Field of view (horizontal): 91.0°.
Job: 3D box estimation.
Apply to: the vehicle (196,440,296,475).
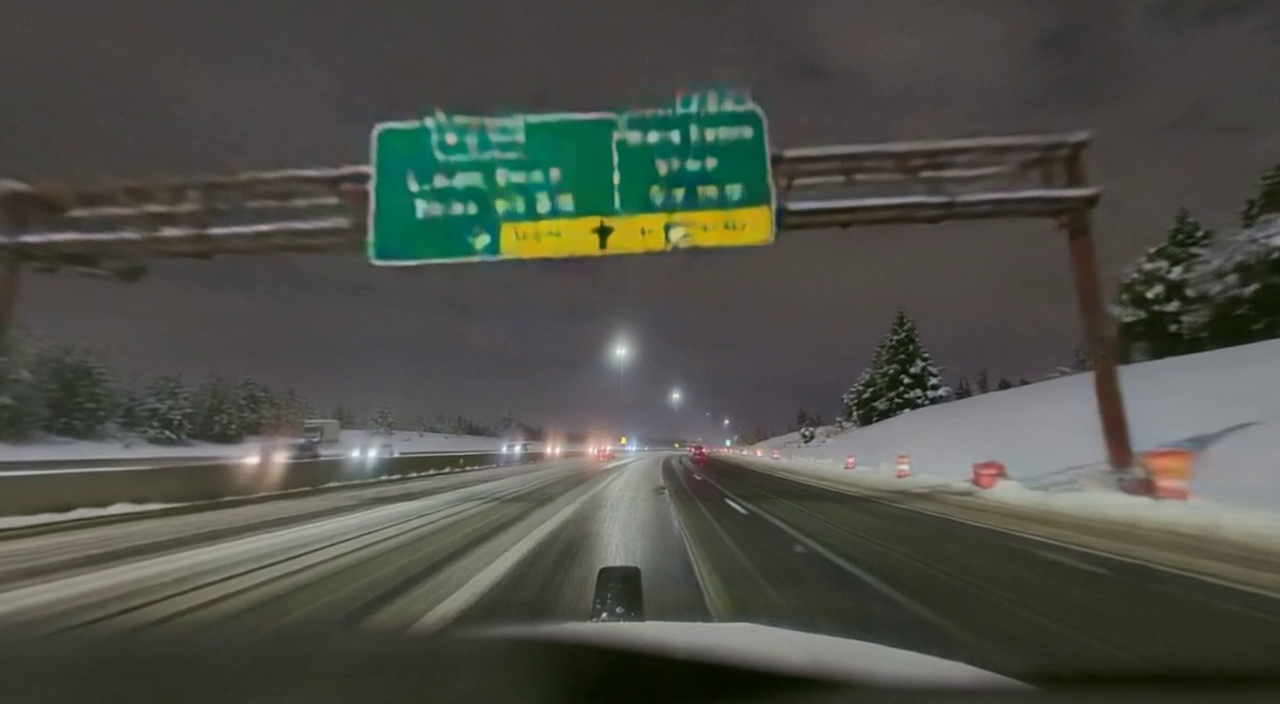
[{"bbox_3d":[-19.248,5.169,31.011,1.906,1.568,4.357,-1,-9,3],"label":"vehicle"}]
